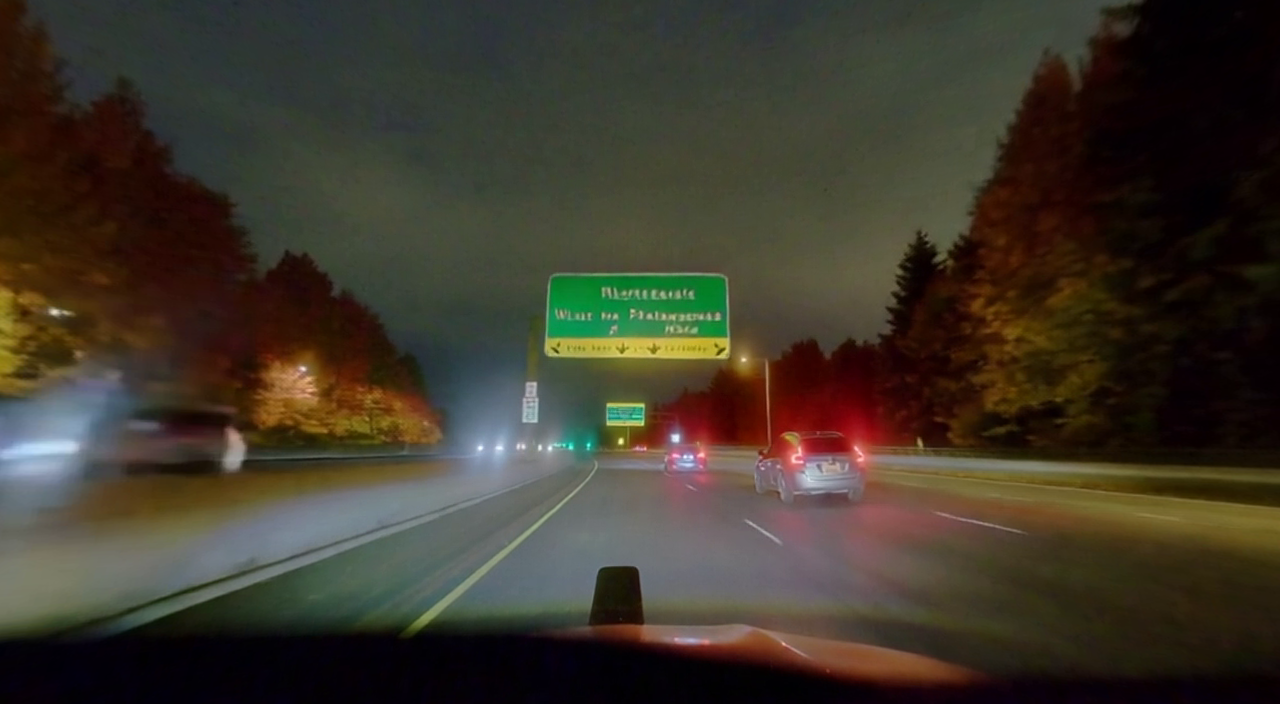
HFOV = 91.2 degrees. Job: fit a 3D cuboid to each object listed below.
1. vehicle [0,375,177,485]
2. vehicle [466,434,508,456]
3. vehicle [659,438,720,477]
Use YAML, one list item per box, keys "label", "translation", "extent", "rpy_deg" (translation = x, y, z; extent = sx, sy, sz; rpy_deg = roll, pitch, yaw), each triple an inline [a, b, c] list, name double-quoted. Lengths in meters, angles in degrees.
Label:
- label: "vehicle"
  translation: [-9.599, 1.267, 9.801]
  extent: [1.812, 1.479, 3.751]
  rpy_deg: [0, -9, 0]
- label: "vehicle"
  translation: [-10.844, 6.662, 44.659]
  extent: [2.075, 1.502, 4.483]
  rpy_deg: [0, -9, -3]
- label: "vehicle"
  translation: [2.191, 4.879, 29.024]
  extent: [2.337, 1.633, 4.222]
  rpy_deg: [0, -9, -2]
